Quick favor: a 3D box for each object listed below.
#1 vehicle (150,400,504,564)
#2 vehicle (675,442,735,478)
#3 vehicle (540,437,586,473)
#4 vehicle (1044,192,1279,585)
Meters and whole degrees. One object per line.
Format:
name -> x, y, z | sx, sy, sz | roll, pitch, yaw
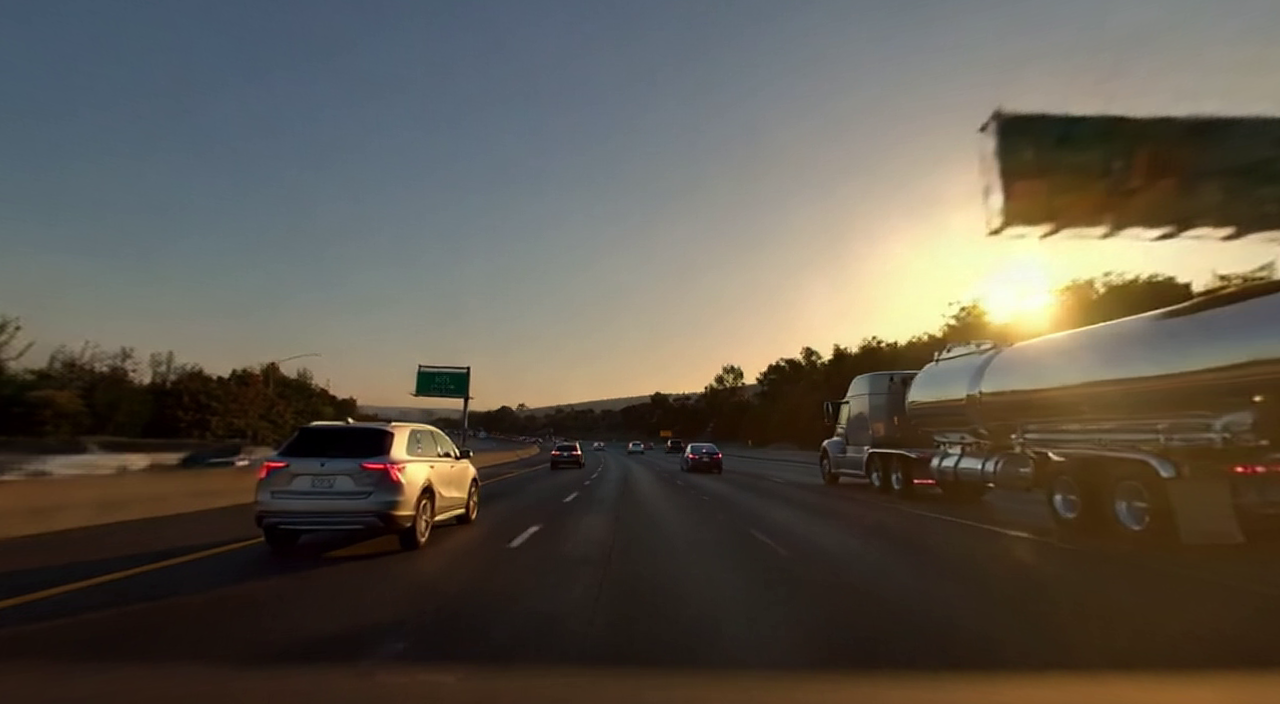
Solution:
vehicle -> -4.167, 1.902, 10.102 | 2.684, 1.839, 5.803 | 0, -9, 0
vehicle -> 2.877, 4.888, 28.895 | 2.053, 1.510, 4.400 | 0, -9, -3
vehicle -> -4.198, 5.711, 35.139 | 2.149, 1.843, 4.348 | 0, -9, -2
vehicle -> 7.622, 0.053, 3.891 | 3.554, 3.573, 10.307 | 0, -9, 1
